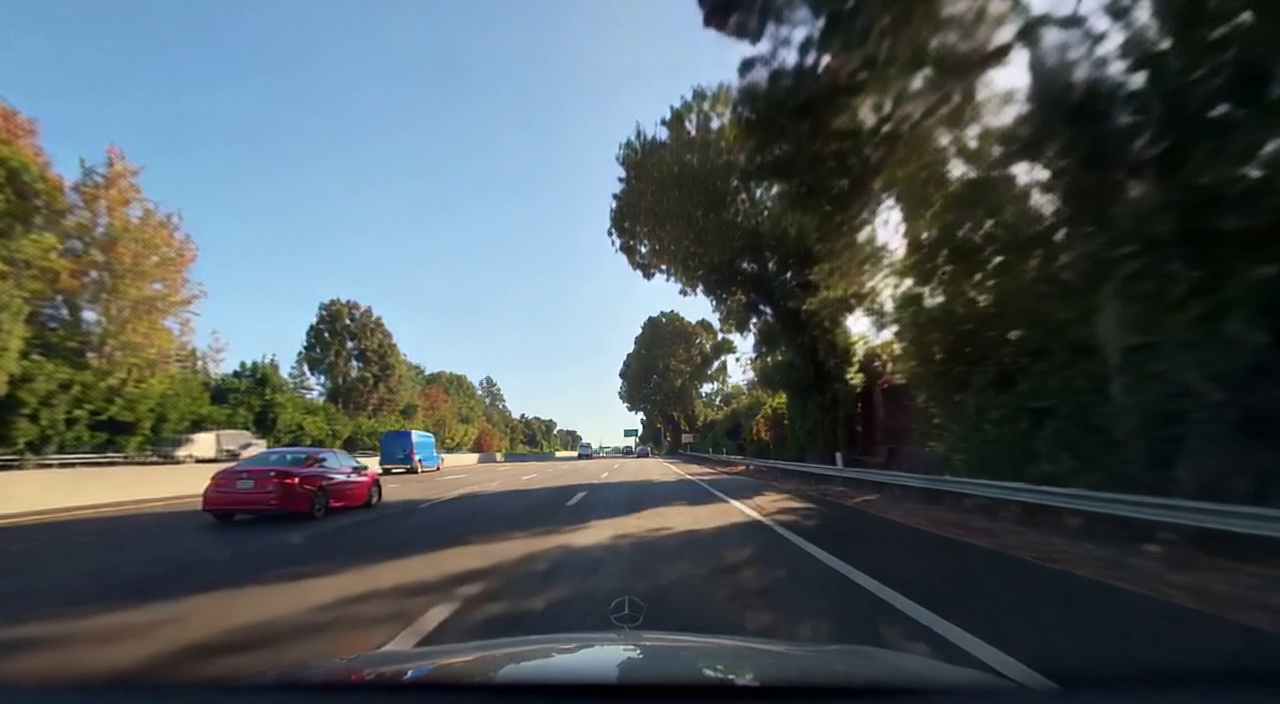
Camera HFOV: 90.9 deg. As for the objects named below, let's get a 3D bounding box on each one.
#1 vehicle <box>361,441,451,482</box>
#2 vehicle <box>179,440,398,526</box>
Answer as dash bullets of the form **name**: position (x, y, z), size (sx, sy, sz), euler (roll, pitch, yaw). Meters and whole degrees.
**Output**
- **vehicle**: position (-10.887, 5.128, 29.814), size (2.249, 1.735, 5.018), euler (0, -8, 1)
- **vehicle**: position (-7.158, 2.680, 13.608), size (1.981, 1.486, 4.735), euler (0, -8, 0)
